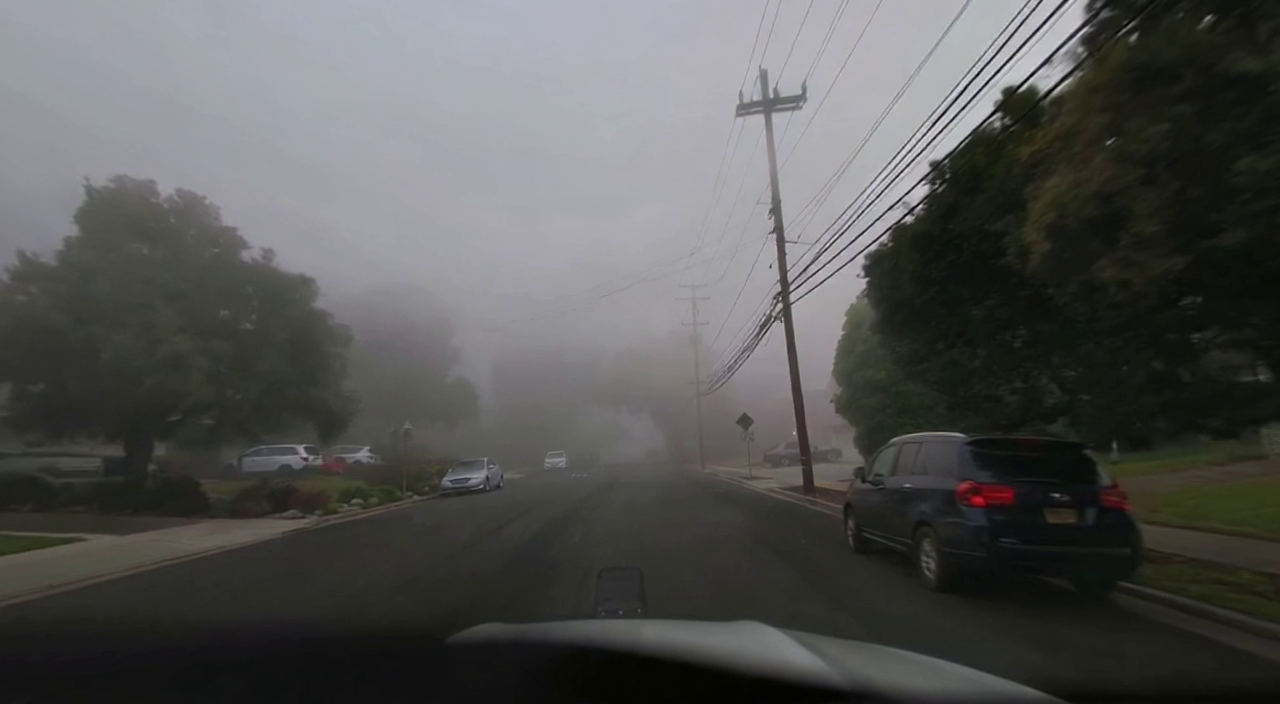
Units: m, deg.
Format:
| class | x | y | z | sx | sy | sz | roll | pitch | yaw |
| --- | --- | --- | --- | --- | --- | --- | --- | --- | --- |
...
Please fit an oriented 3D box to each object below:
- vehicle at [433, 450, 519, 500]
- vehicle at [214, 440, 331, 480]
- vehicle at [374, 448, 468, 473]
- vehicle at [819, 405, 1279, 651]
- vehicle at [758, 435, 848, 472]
| class | x | y | z | sx | sy | sz | roll | pitch | yaw |
| --- | --- | --- | --- | --- | --- | --- | --- | --- | --- |
| vehicle | -6.175 | 4.666 | 24.391 | 2.022 | 1.550 | 4.669 | -4 | -9 | 0 |
| vehicle | -17.134 | 5.052 | 29.663 | 4.123 | 1.787 | 2.194 | 1 | -9 | -6 |
| vehicle | -14.382 | 7.160 | 41.755 | 5.395 | 1.615 | 2.132 | 0 | -9 | -1 |
| vehicle | 3.684 | 1.580 | 6.780 | 2.091 | 1.731 | 4.410 | 0 | -9 | -2 |
| vehicle | 10.079 | 6.285 | 39.202 | 4.822 | 1.864 | 2.100 | -4 | -8 | -5 |
